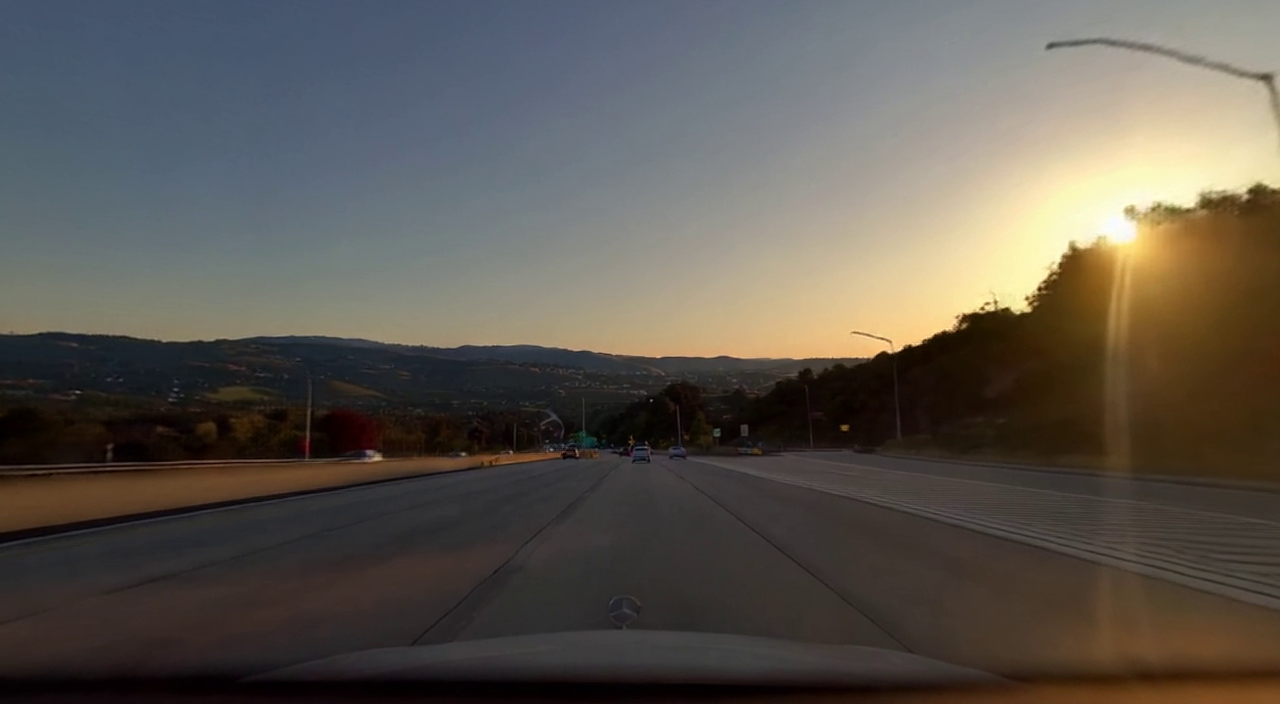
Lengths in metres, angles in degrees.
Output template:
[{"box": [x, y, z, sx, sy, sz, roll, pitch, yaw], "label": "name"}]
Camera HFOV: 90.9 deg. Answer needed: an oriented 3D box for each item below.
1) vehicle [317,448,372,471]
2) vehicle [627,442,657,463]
[{"box": [-20.877, 7.601, 44.733, 2.001, 1.500, 3.901, 0, -8, 0], "label": "vehicle"}, {"box": [0.094, 7.519, 47.424, 2.193, 1.497, 4.337, 0, -8, -1], "label": "vehicle"}]
